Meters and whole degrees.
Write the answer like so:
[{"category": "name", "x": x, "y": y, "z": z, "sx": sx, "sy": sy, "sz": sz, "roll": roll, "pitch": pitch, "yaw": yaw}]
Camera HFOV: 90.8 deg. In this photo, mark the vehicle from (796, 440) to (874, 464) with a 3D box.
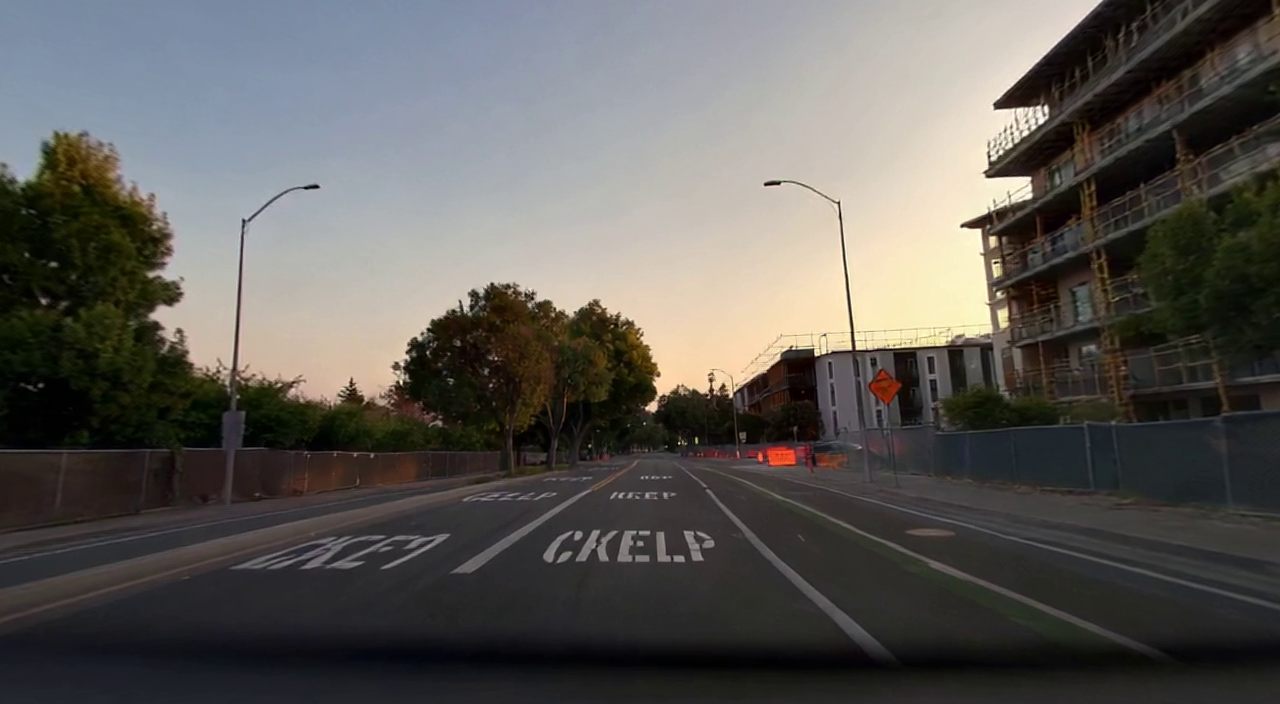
[{"category": "vehicle", "x": 11.952, "y": 6.171, "z": 38.958, "sx": 4.251, "sy": 1.418, "sz": 1.896, "roll": -1, "pitch": -9, "yaw": 3}]
